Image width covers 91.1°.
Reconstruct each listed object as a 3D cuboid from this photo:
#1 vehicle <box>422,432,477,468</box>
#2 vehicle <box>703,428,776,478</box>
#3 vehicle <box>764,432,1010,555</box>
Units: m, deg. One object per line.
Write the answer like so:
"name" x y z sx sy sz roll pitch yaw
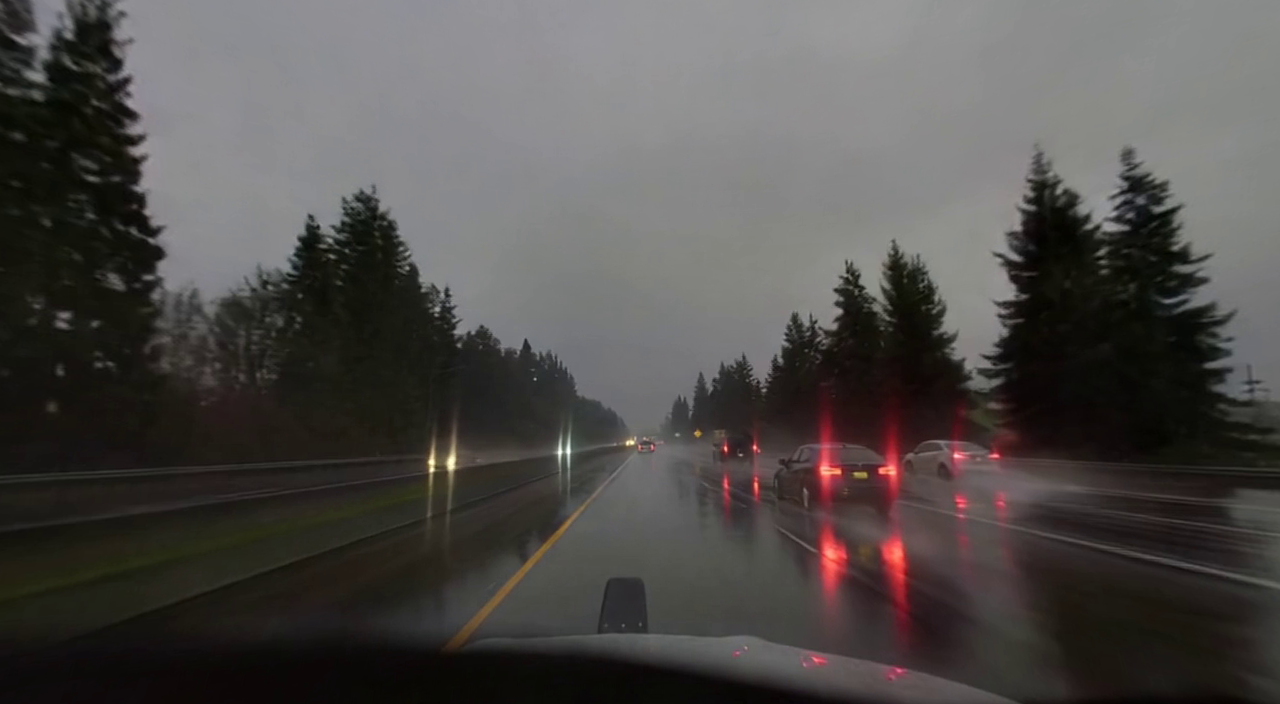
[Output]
"vehicle" -14.538 7.500 48.354 2.305 2.613 5.756 0 -8 1
"vehicle" 4.134 4.320 27.103 2.206 1.902 5.460 0 -8 0
"vehicle" 3.463 2.058 10.019 1.904 1.453 4.789 0 -8 -1
